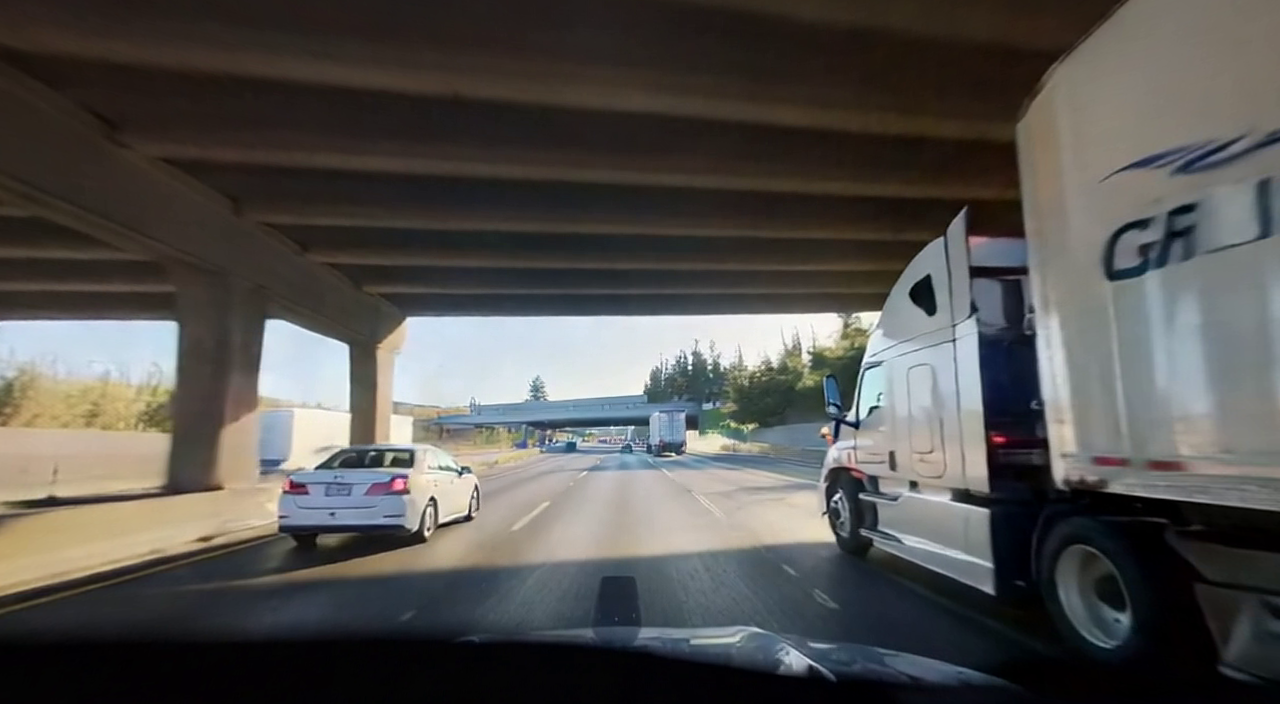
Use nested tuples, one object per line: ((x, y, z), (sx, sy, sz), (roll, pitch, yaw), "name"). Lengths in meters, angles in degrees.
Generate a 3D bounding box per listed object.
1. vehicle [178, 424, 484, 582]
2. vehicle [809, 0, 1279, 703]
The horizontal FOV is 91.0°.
((-3.548, 1.774, 8.296), (1.990, 1.520, 4.100), (0, -8, -1), "vehicle")
((4.108, 0.212, 6.204), (3.025, 3.886, 5.884), (0, -8, -1), "vehicle")
